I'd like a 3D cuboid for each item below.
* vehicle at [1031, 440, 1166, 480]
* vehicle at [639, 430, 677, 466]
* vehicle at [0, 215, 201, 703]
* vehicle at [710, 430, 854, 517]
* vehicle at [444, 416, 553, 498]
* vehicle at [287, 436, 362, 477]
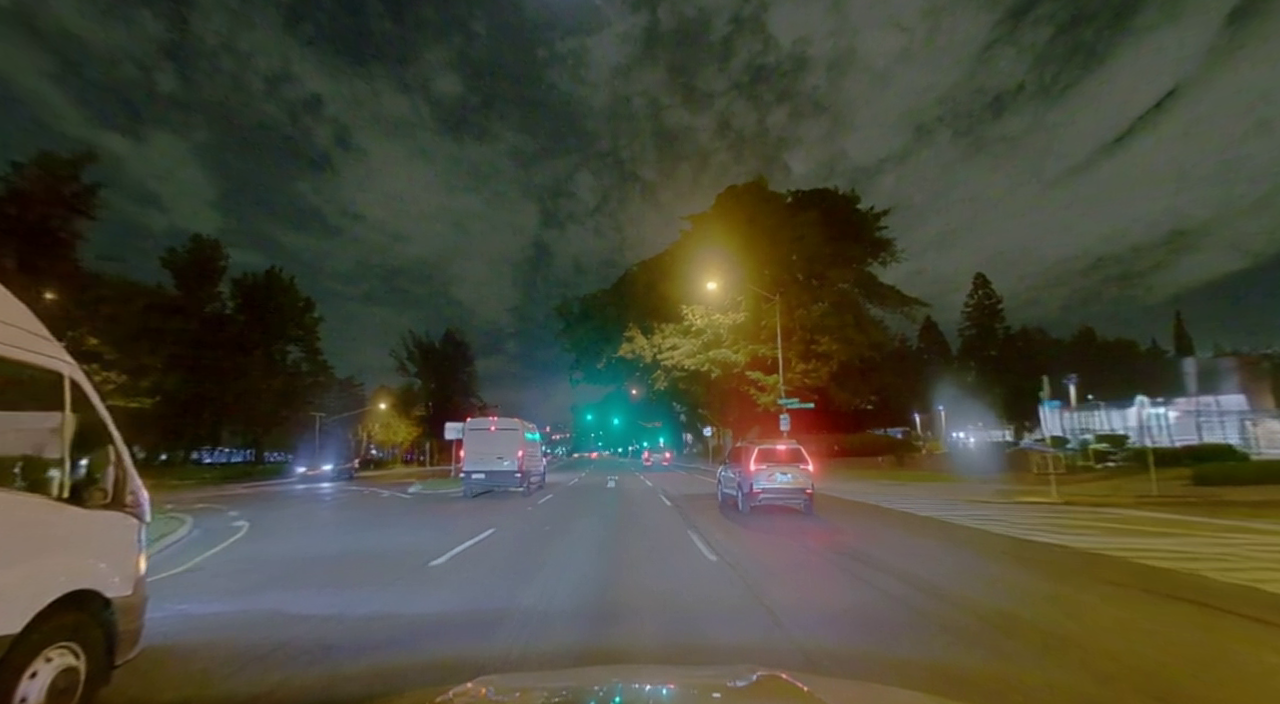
[{"bbox_3d":[18.366,4.310,25.401,4.210,1.480,1.922,1,-9,-11],"label":"vehicle"},{"bbox_3d":[1.270,7.229,47.512,2.397,2.566,5.324,1,-9,-4],"label":"vehicle"},{"bbox_3d":[-3.420,0.318,0.342,2.269,2.190,5.680,1,-8,-1],"label":"vehicle"},{"bbox_3d":[2.991,2.699,14.528,2.087,1.658,4.612,0,-9,-2],"label":"vehicle"},{"bbox_3d":[-4.222,3.249,19.765,2.420,2.227,4.499,0,-9,-1],"label":"vehicle"},{"bbox_3d":[-23.873,7.908,48.168,2.408,2.860,6.627,0,-9,-2],"label":"vehicle"}]
